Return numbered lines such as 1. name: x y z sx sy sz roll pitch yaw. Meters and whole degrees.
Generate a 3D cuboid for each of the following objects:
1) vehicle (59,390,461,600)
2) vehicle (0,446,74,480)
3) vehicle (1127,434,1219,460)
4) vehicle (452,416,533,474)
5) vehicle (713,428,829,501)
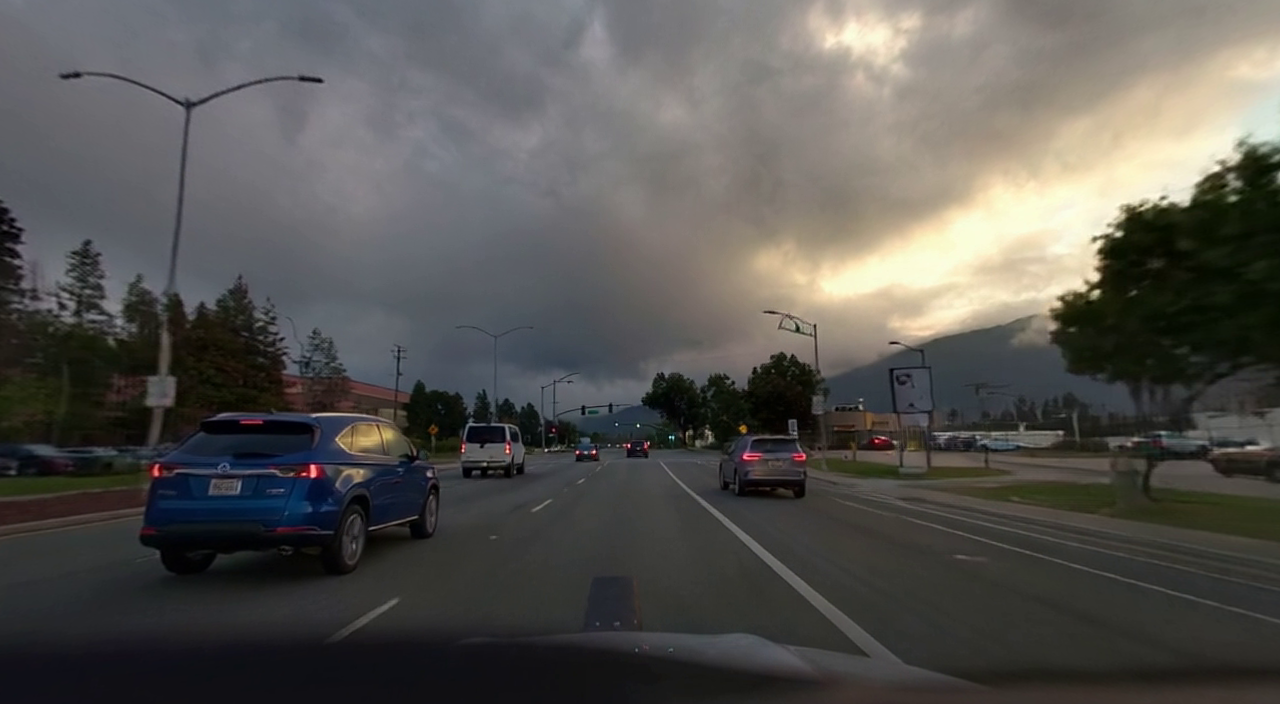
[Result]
1. vehicle: -3.797 1.516 7.483 2.038 1.748 4.303 0 -9 0
2. vehicle: -32.553 5.729 32.628 4.452 1.684 1.978 0 -9 0
3. vehicle: 38.837 6.946 46.050 2.009 1.754 4.928 1 -9 -7
4. vehicle: -7.138 4.669 31.476 2.863 2.592 6.410 1 -9 -4
5. vehicle: 3.525 3.157 18.024 2.167 1.792 4.835 0 -9 -2
